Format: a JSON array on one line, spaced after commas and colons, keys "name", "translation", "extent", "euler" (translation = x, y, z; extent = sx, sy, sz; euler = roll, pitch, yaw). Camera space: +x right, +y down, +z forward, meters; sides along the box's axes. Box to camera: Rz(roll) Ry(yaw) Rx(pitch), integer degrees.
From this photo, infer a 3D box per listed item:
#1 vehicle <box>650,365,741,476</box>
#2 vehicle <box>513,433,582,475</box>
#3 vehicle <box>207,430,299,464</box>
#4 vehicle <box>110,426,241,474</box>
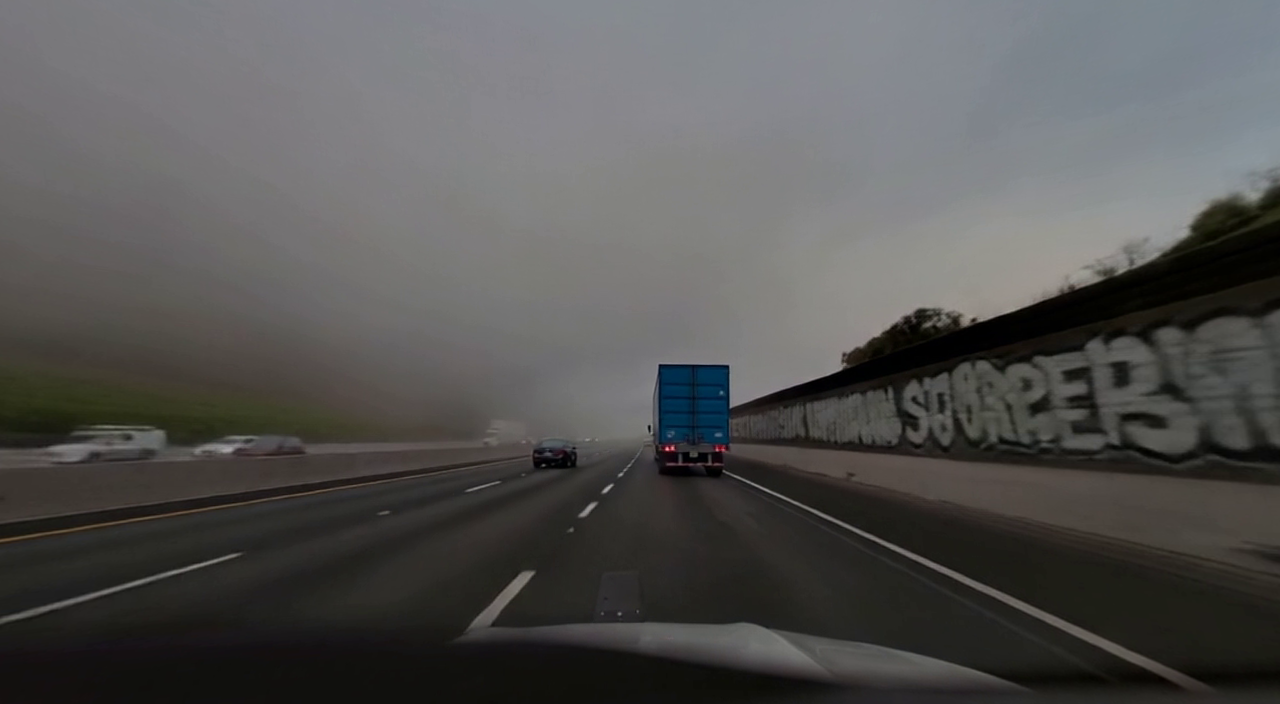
[{"name": "vehicle", "translation": [1.967, 3.035, 26.819], "extent": [2.921, 3.765, 10.773], "euler": [0, -8, 0]}, {"name": "vehicle", "translation": [-3.668, 4.111, 25.797], "extent": [1.982, 1.535, 4.519], "euler": [0, -8, 2]}, {"name": "vehicle", "translation": [-17.382, 4.264, 28.513], "extent": [1.751, 1.411, 3.738], "euler": [0, -8, 0]}, {"name": "vehicle", "translation": [-13.839, 2.915, 19.021], "extent": [1.451, 1.315, 3.210], "euler": [0, -8, 1]}]
